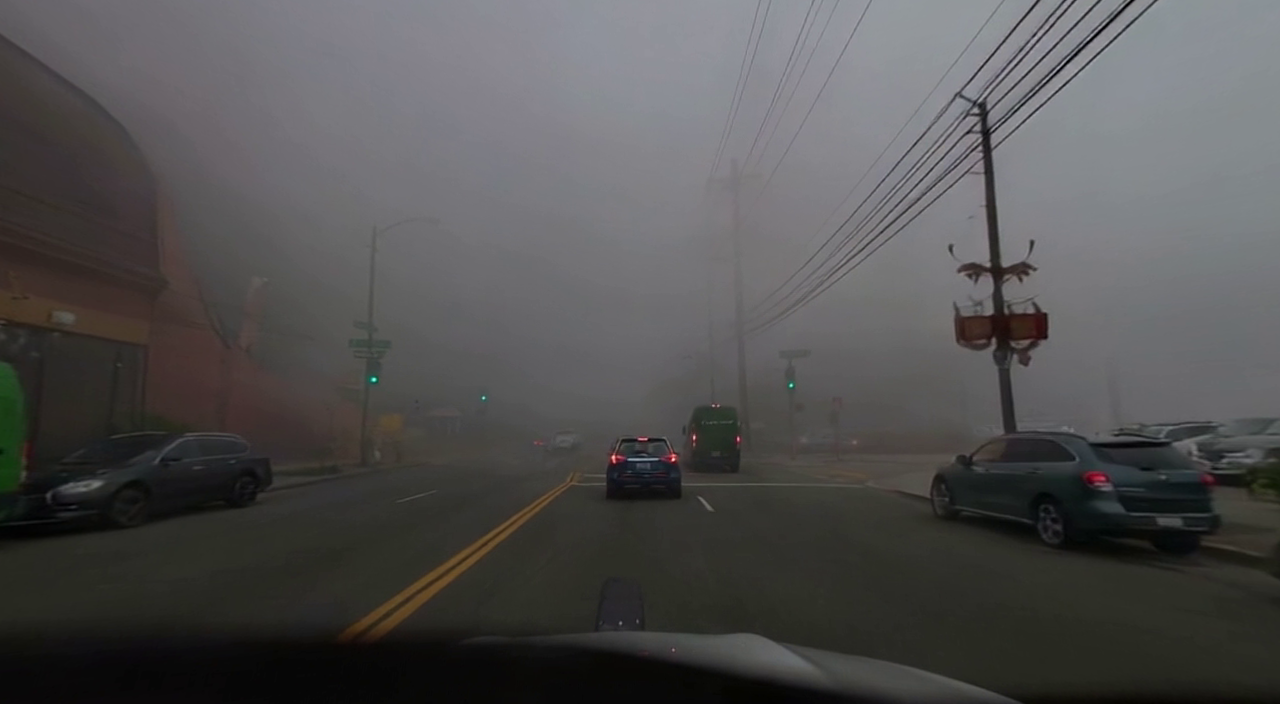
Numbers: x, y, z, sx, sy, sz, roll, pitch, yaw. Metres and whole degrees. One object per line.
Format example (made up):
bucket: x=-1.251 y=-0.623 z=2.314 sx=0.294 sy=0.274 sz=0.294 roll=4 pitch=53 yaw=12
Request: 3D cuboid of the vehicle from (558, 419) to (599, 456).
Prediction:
vehicle: x=-4.322 y=6.207 z=45.720 sx=2.422 sy=2.461 sz=6.043 roll=0 pitch=-8 yaw=-1

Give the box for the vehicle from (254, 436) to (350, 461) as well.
vehicle: x=-20.949 y=6.018 z=39.324 sx=4.877 sy=1.477 sz=1.826 roll=0 pitch=-8 yaw=-2

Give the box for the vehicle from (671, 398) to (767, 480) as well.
vehicle: x=2.664 y=3.193 z=23.118 sx=2.649 sy=2.583 sz=5.800 roll=0 pitch=-8 yaw=-1

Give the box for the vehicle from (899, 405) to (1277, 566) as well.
vehicle: x=6.048 y=1.855 z=9.625 sx=2.079 sy=1.788 sz=4.974 roll=0 pitch=-8 yaw=0

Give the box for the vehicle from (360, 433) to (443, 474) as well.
vehicle: x=-9.973 y=4.296 z=26.799 sx=1.962 sy=1.529 sz=4.109 roll=2 pitch=-9 yaw=-2

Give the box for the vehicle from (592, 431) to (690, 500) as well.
vehicle: x=-0.080 y=2.776 z=15.883 sx=2.112 sy=1.464 sz=4.411 roll=0 pitch=-8 yaw=-2

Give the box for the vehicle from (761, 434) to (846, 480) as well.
vehicle: x=5.810 y=3.784 z=23.016 sx=1.824 sy=1.481 sz=4.057 roll=0 pitch=-8 yaw=-3

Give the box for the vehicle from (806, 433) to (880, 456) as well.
vehicle: x=13.171 y=6.042 z=41.074 sx=4.185 sy=1.419 sz=1.686 roll=1 pitch=-9 yaw=-5

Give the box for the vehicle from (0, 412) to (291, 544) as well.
vehicle: x=-9.518 y=2.265 z=12.186 sx=2.385 sy=1.915 sz=5.803 roll=0 pitch=-8 yaw=-2
